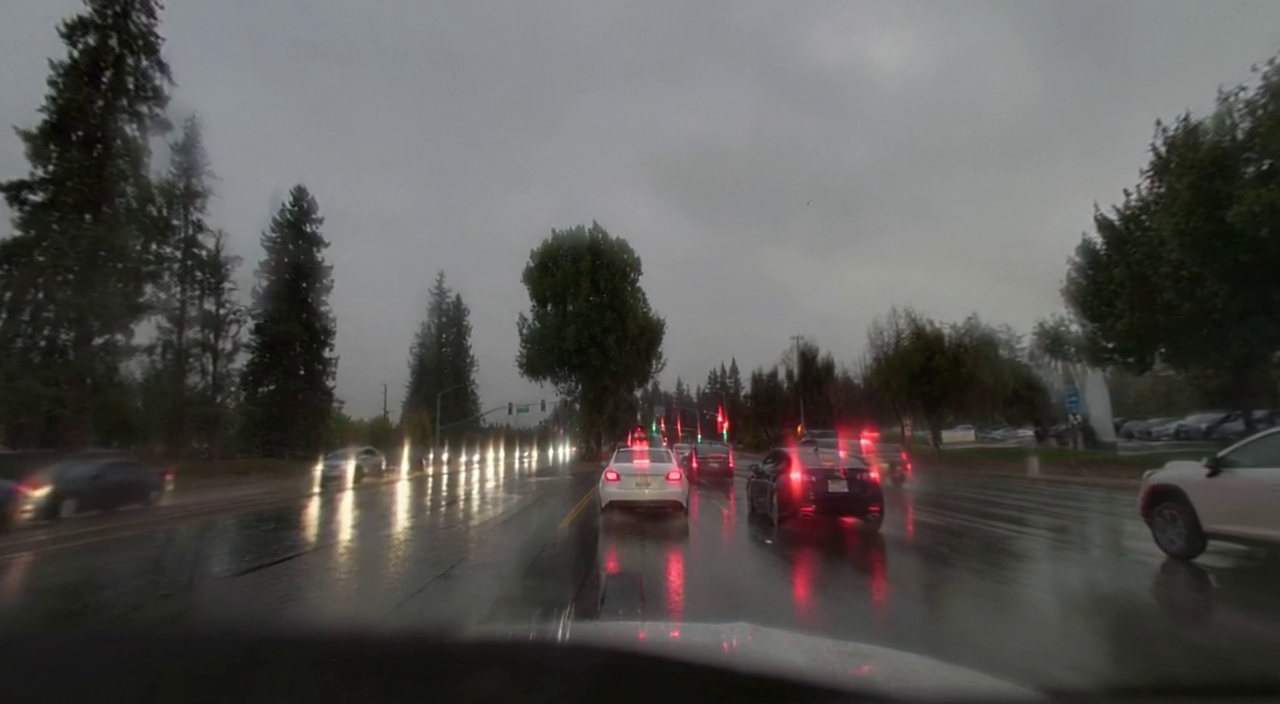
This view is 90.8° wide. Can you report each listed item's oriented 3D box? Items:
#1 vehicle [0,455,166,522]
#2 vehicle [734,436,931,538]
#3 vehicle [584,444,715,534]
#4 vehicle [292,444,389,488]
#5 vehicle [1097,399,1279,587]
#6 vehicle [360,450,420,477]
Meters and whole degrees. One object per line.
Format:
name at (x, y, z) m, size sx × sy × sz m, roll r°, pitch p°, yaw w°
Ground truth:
vehicle at (-15.340, 3.580, 17.078) m, size 1.776 × 1.480 × 4.236 m, roll 0°, pitch -8°, yaw -1°
vehicle at (3.151, 2.317, 11.640) m, size 1.970 × 1.445 × 4.974 m, roll 0°, pitch -8°, yaw -1°
vehicle at (0.092, 2.386, 11.673) m, size 1.990 × 1.347 × 4.067 m, roll 0°, pitch -8°, yaw -2°
vehicle at (-12.361, 4.693, 26.425) m, size 1.963 × 1.649 × 4.290 m, roll 0°, pitch -8°, yaw 0°
vehicle at (6.937, 1.317, 5.908) m, size 1.987 × 1.730 × 4.373 m, roll 0°, pitch -8°, yaw -1°
vehicle at (-14.895, 6.645, 37.955) m, size 2.018 × 1.469 × 4.916 m, roll 1°, pitch -9°, yaw -5°
